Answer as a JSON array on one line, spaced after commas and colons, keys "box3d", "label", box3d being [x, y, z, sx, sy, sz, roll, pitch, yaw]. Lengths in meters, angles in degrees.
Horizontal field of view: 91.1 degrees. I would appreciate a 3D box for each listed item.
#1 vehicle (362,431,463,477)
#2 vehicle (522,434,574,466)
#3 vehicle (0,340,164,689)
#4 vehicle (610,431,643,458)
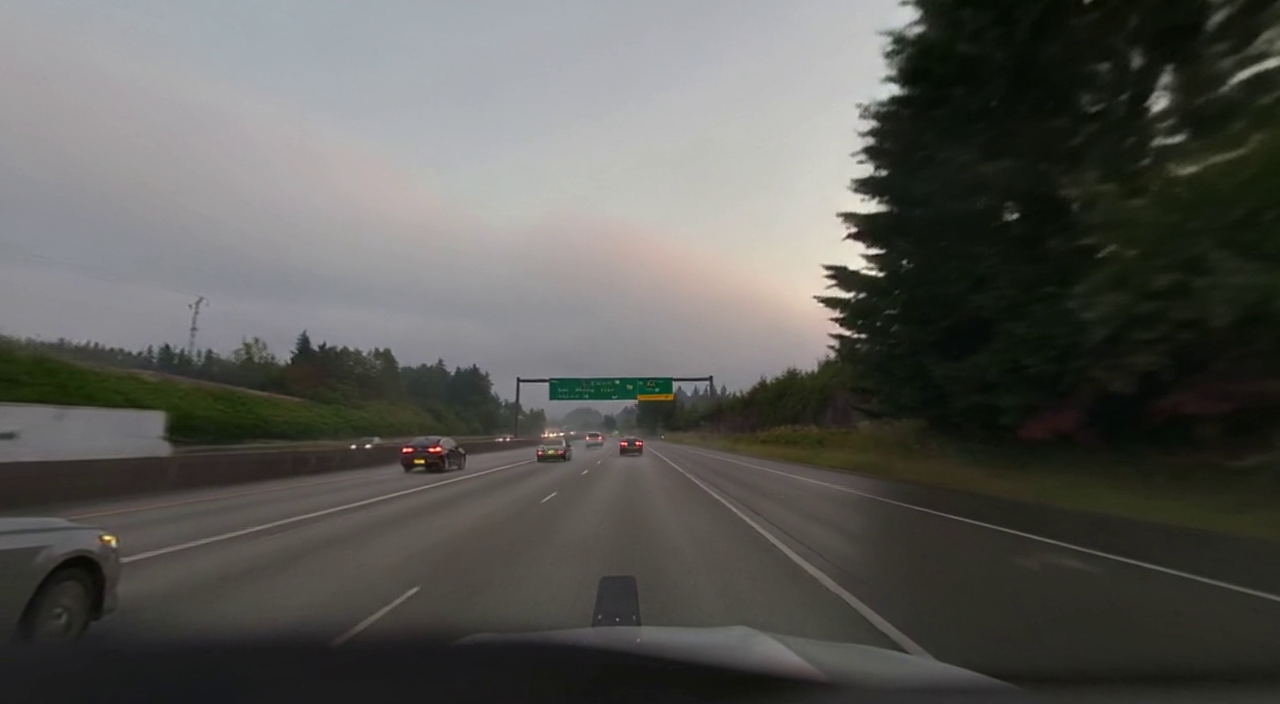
[{"box3d": [-8.310, 3.755, 23.511, 1.953, 1.524, 4.863, 0, -8, 0], "label": "vehicle"}, {"box3d": [-4.474, 4.805, 31.080, 1.909, 1.445, 4.087, 0, -8, 0], "label": "vehicle"}, {"box3d": [-4.344, 0.705, 2.172, 1.971, 1.822, 4.366, 0, -8, -1], "label": "vehicle"}, {"box3d": [-0.849, 5.939, 40.395, 2.002, 1.611, 3.778, 0, -8, 0], "label": "vehicle"}]
